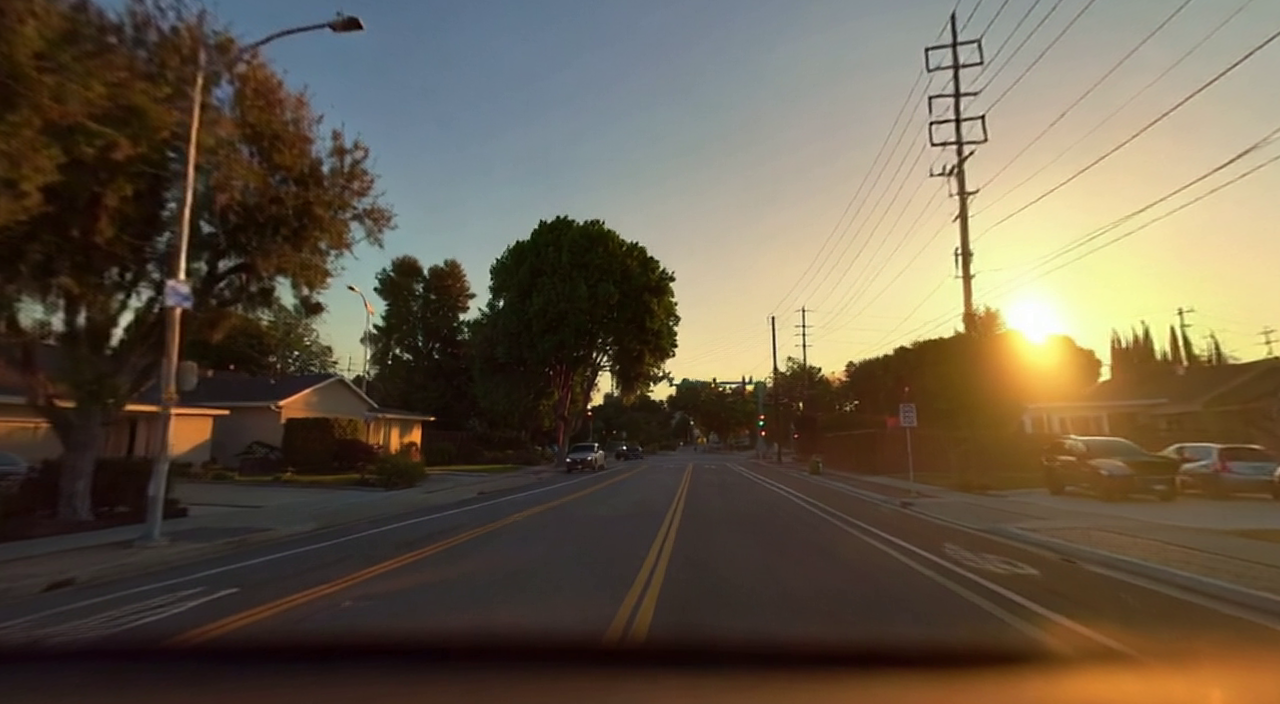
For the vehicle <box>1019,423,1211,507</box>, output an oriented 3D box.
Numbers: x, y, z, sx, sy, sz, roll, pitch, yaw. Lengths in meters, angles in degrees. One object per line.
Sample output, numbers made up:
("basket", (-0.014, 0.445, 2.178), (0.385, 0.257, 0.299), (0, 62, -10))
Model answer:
("vehicle", (12.713, 3.049, 17.350), (1.912, 1.953, 4.651), (0, -9, 5))
